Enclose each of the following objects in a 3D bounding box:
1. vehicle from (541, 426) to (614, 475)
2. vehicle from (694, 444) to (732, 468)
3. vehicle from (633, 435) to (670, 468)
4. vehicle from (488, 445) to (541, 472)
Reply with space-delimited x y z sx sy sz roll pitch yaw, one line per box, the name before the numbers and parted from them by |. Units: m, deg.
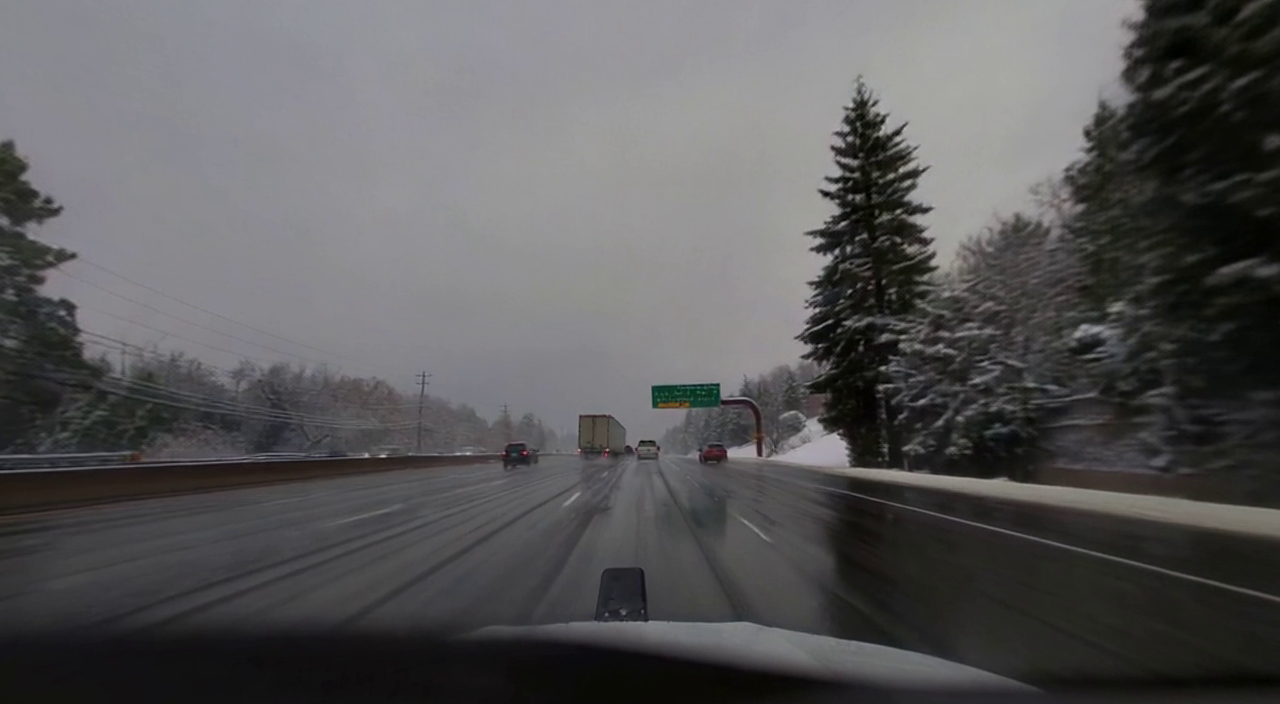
vehicle | -3.385 6.012 38.997 2.854 2.379 16.653 0 -8 0
vehicle | 4.838 6.931 42.293 1.993 1.474 4.230 0 -8 -1
vehicle | 0.769 6.676 42.448 2.309 2.023 5.130 0 -8 0
vehicle | -7.095 6.068 36.182 1.965 1.437 4.592 0 -8 2
